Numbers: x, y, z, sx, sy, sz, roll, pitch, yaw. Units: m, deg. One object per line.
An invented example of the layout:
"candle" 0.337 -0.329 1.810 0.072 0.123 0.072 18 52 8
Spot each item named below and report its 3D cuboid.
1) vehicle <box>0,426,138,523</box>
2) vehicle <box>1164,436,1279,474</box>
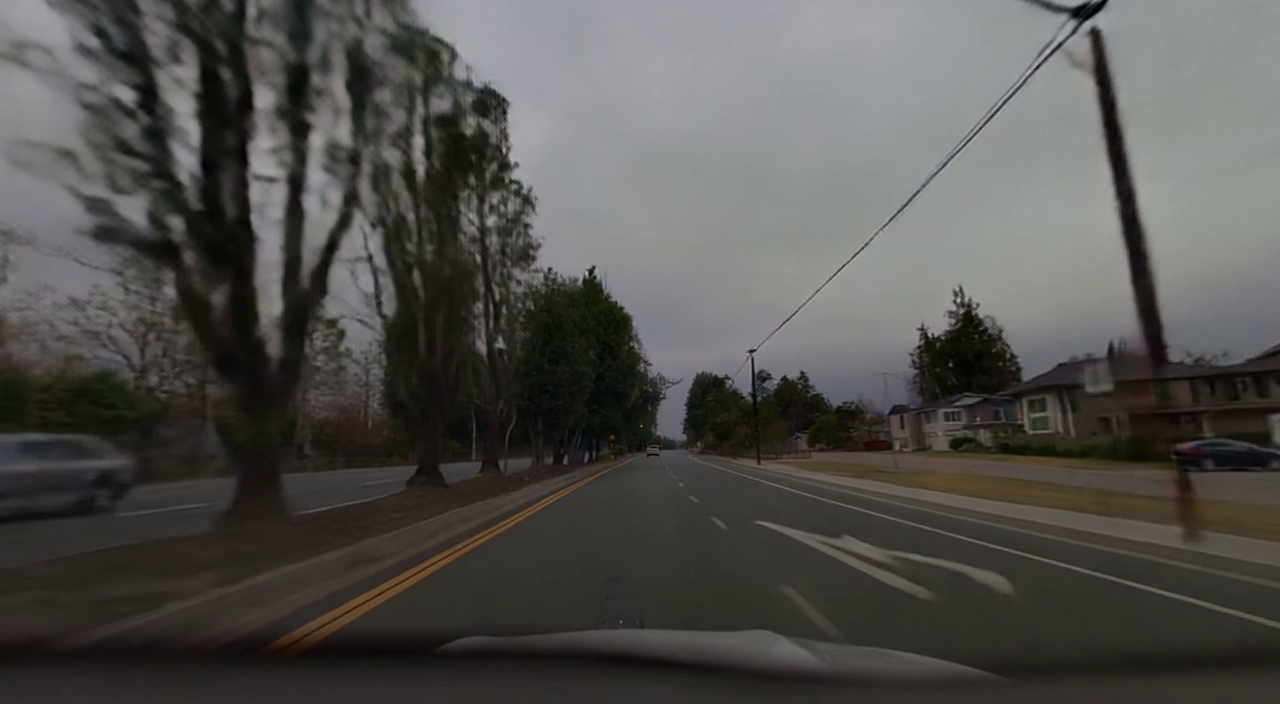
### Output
"vehicle" -12.956 2.372 12.314 2.134 1.782 4.916 -1 -9 3
"vehicle" 26.384 4.574 28.060 4.580 1.598 2.010 1 -8 -6
